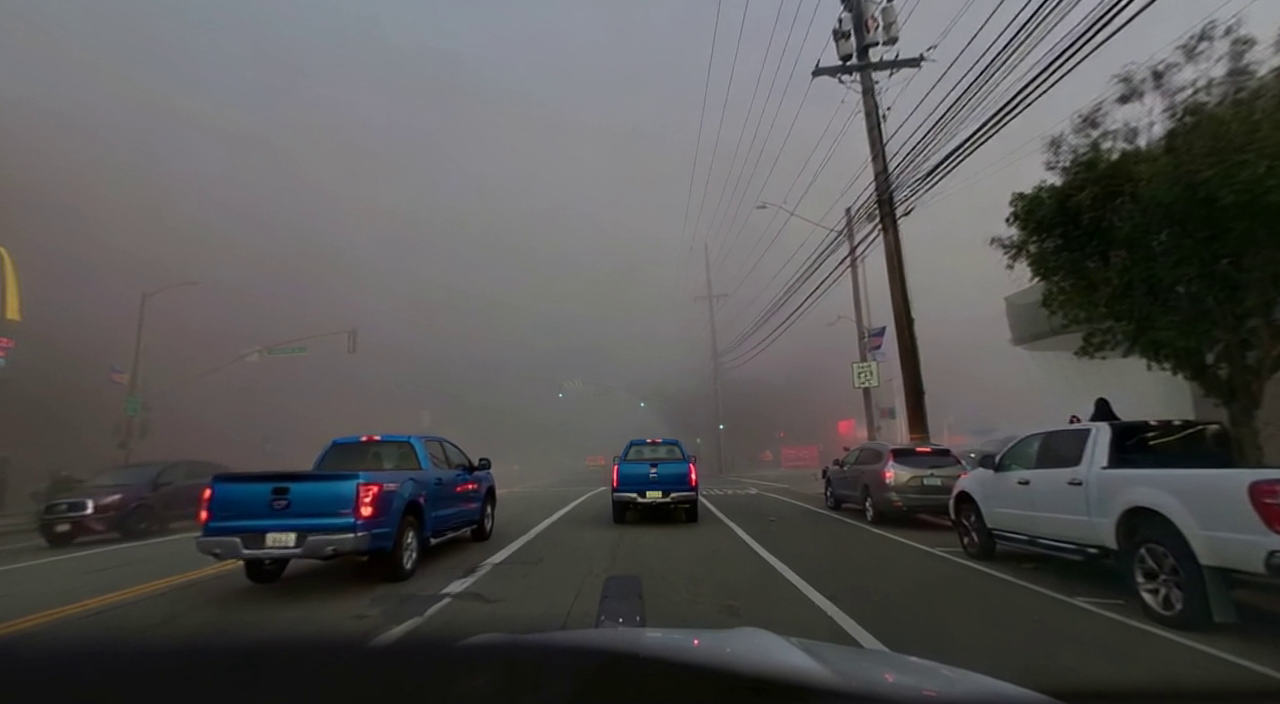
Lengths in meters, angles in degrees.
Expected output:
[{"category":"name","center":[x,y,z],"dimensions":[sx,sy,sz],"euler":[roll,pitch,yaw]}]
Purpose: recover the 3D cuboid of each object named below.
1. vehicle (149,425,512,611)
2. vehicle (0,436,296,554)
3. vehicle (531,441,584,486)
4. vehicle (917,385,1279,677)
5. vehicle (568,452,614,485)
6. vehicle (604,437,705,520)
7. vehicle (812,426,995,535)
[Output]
[{"category":"vehicle","center":[-3.141,1.772,7.770],"dimensions":[1.995,1.554,4.618],"euler":[0,-9,2]},{"category":"vehicle","center":[-9.097,2.585,12.220],"dimensions":[2.040,1.786,4.772],"euler":[0,-9,1]},{"category":"vehicle","center":[-5.766,7.941,45.316],"dimensions":[2.619,2.948,7.193],"euler":[0,-9,2]},{"category":"vehicle","center":[4.905,1.469,6.368],"dimensions":[2.007,1.786,4.870],"euler":[0,-9,0]},{"category":"vehicle","center":[-2.847,6.979,37.950],"dimensions":[2.140,1.768,5.092],"euler":[0,-9,3]},{"category":"vehicle","center":[0.537,3.027,15.701],"dimensions":[2.089,1.699,4.650],"euler":[-1,-9,6]},{"category":"vehicle","center":[5.118,2.536,13.054],"dimensions":[1.974,1.823,4.576],"euler":[0,-9,3]}]
